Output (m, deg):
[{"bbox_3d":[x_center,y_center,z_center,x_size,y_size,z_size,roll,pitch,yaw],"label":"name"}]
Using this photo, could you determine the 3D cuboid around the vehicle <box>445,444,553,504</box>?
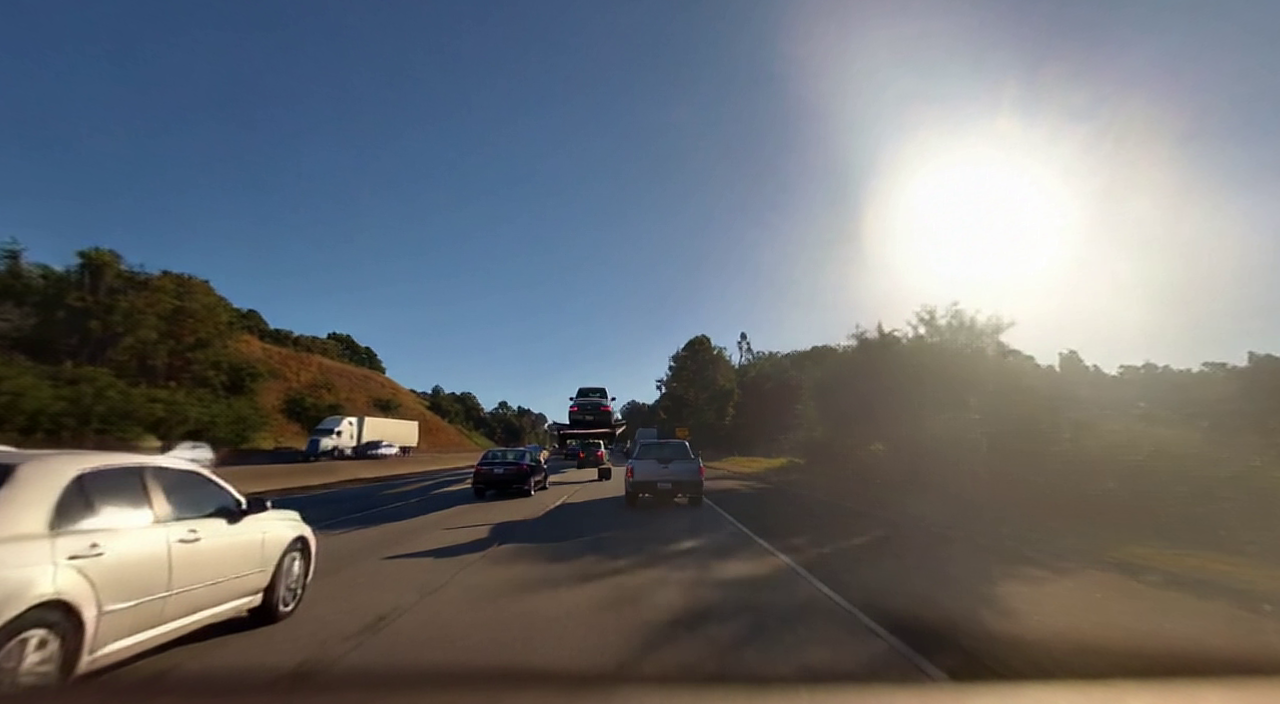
[{"bbox_3d":[-3.788,3.365,17.867,1.947,1.470,4.526,0,-9,1],"label":"vehicle"}]

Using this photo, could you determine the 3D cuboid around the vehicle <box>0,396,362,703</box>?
[{"bbox_3d":[-3.354,1.069,3.227,2.149,1.497,3.753,0,-9,0],"label":"vehicle"}]

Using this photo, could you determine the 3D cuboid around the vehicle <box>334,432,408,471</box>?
[{"bbox_3d":[-18.950,7.072,44.926,2.360,2.581,6.256,0,-9,1],"label":"vehicle"}]

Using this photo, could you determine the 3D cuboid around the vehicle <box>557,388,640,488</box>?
[{"bbox_3d":[-2.623,4.507,32.257,3.019,3.757,16.692,1,-9,-8],"label":"vehicle"}]

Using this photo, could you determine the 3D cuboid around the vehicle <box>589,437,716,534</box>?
[{"bbox_3d":[0.172,2.370,11.685,1.991,1.507,3.391,0,-9,-1],"label":"vehicle"}]
